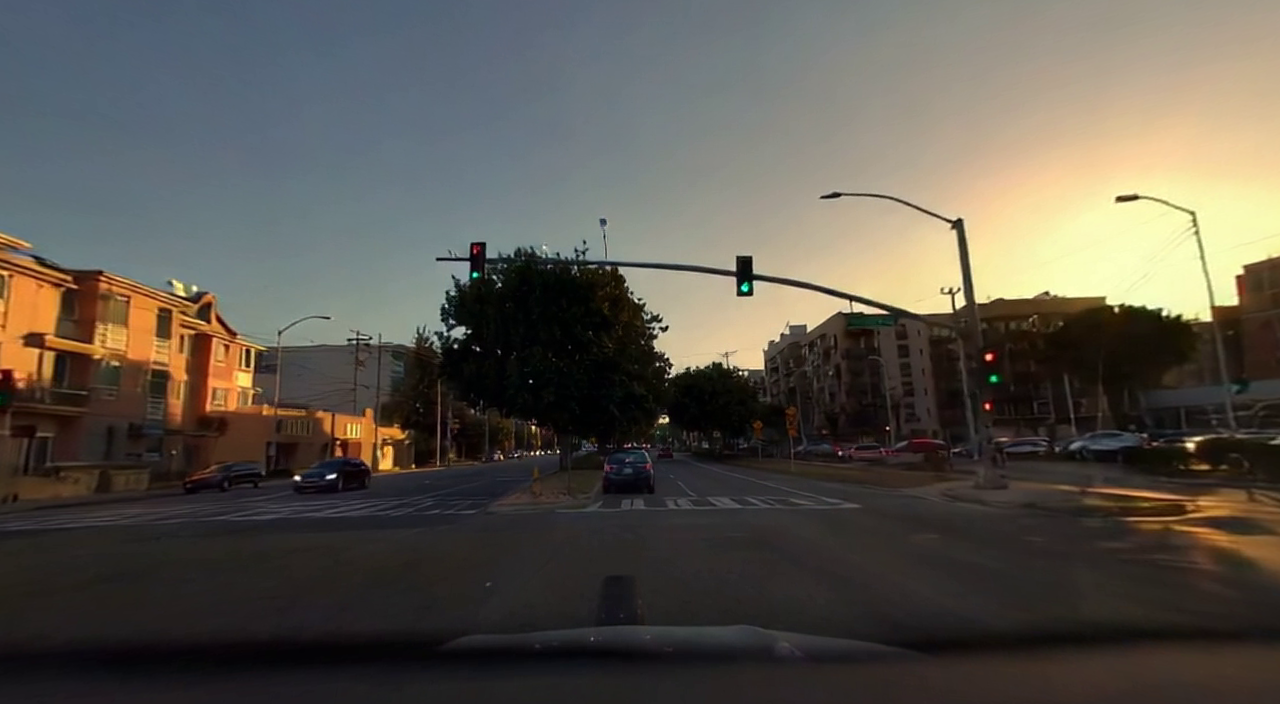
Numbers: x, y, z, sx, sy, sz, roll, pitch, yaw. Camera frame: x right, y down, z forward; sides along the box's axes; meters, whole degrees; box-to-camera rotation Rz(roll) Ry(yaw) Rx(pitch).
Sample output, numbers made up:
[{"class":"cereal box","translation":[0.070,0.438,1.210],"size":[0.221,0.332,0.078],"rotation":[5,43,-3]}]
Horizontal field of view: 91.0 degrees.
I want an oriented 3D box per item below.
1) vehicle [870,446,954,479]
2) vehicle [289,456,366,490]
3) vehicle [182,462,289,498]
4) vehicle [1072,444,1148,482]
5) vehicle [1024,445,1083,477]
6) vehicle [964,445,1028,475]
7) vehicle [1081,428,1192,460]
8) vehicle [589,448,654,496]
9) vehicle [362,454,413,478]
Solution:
[{"class":"vehicle","translation":[12.776,5.172,29.867],"size":[1.849,1.429,4.335],"rotation":[0,-9,-3]},{"class":"vehicle","translation":[-15.859,6.128,32.176],"size":[1.947,1.564,3.809],"rotation":[0,-9,0]},{"class":"vehicle","translation":[-19.417,6.155,30.500],"size":[2.018,1.468,4.768],"rotation":[0,-9,0]},{"class":"vehicle","translation":[19.827,4.618,26.459],"size":[1.932,1.430,4.203],"rotation":[-8,-12,43]},{"class":"vehicle","translation":[19.944,5.205,30.296],"size":[1.717,1.444,3.788],"rotation":[-8,-12,41]},{"class":"vehicle","translation":[19.041,5.706,33.617],"size":[1.900,1.490,4.238],"rotation":[-8,-12,43]},{"class":"vehicle","translation":[31.082,5.809,39.487],"size":[5.079,1.893,2.254],"rotation":[1,-11,-5]},{"class":"vehicle","translation":[-0.593,4.063,21.721],"size":[2.010,1.447,4.121],"rotation":[0,-9,0]},{"class":"vehicle","translation":[-19.662,8.883,49.307],"size":[2.070,1.723,4.634],"rotation":[0,-9,0]}]
